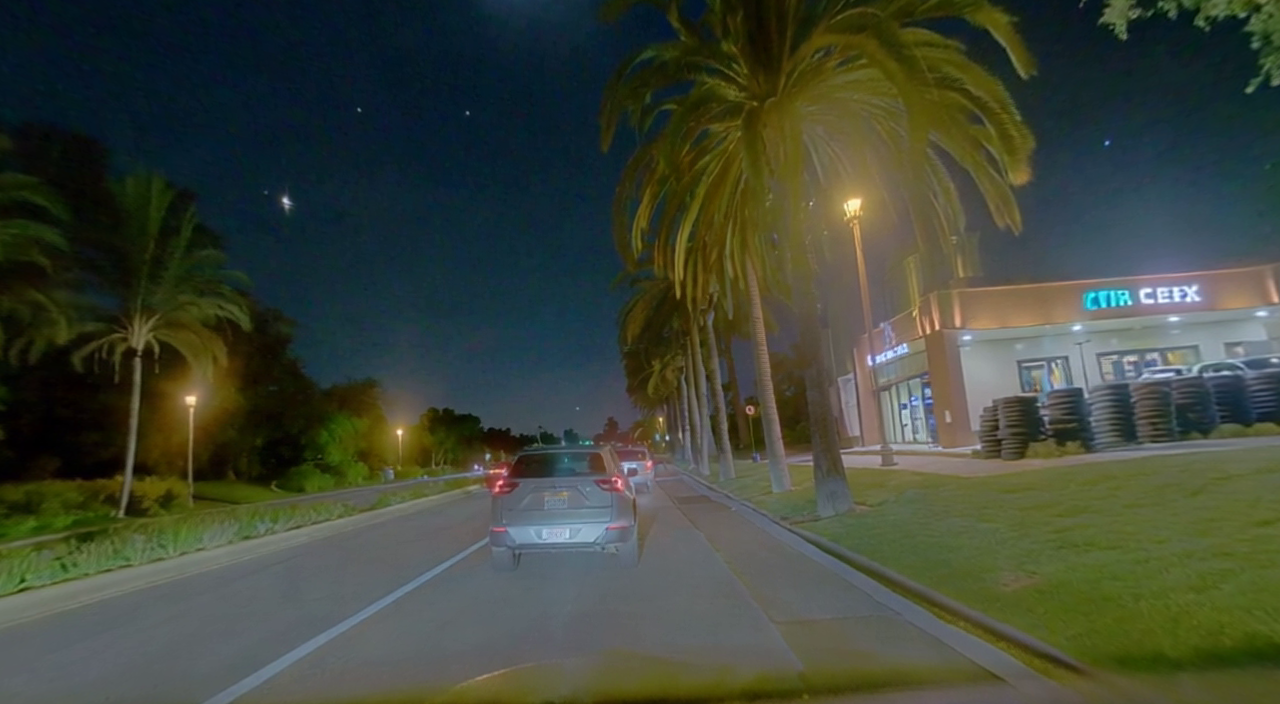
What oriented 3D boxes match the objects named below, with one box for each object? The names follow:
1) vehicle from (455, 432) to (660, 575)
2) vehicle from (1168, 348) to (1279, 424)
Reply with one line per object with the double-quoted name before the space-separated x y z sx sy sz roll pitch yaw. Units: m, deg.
"vehicle" -0.937 1.916 8.807 2.169 1.495 4.048 0 -9 -2
"vehicle" 16.523 0.998 16.837 1.810 1.669 3.883 -1 -9 7
